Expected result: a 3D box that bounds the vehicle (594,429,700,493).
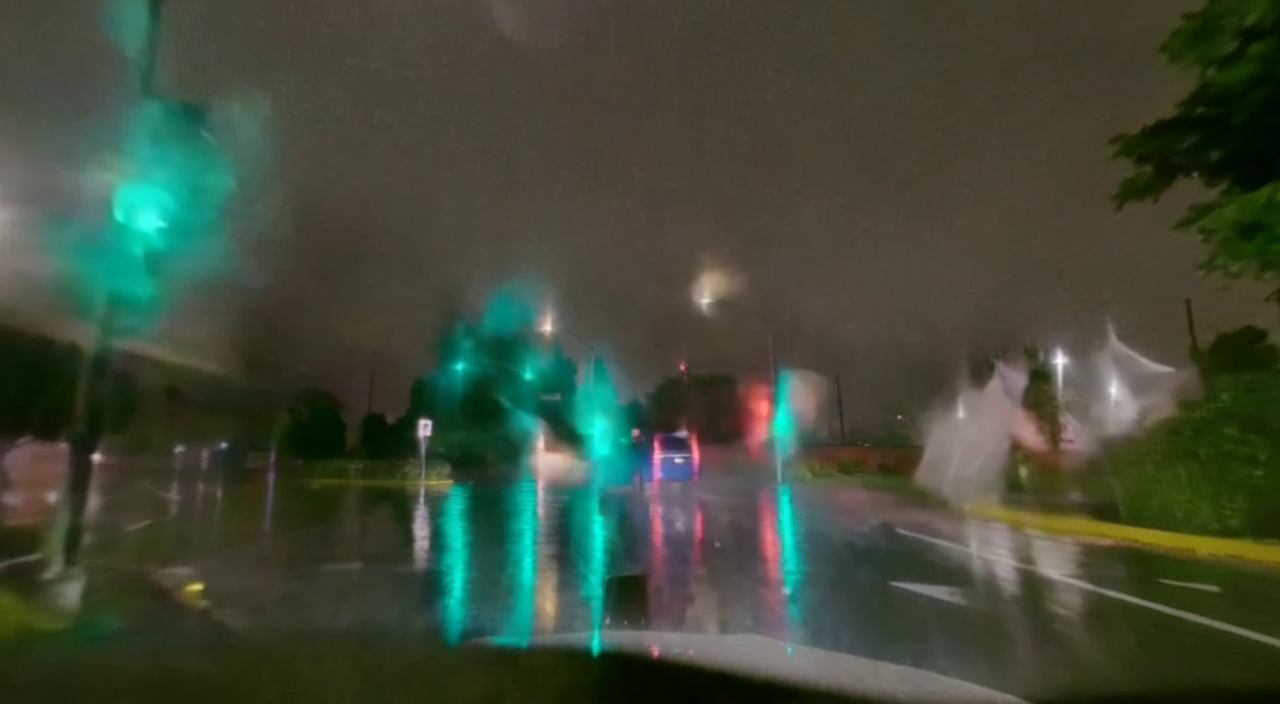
[{"bbox_3d":[0.054,3.464,20.456,2.284,1.788,4.871,2,-9,-14],"label":"vehicle"}]
